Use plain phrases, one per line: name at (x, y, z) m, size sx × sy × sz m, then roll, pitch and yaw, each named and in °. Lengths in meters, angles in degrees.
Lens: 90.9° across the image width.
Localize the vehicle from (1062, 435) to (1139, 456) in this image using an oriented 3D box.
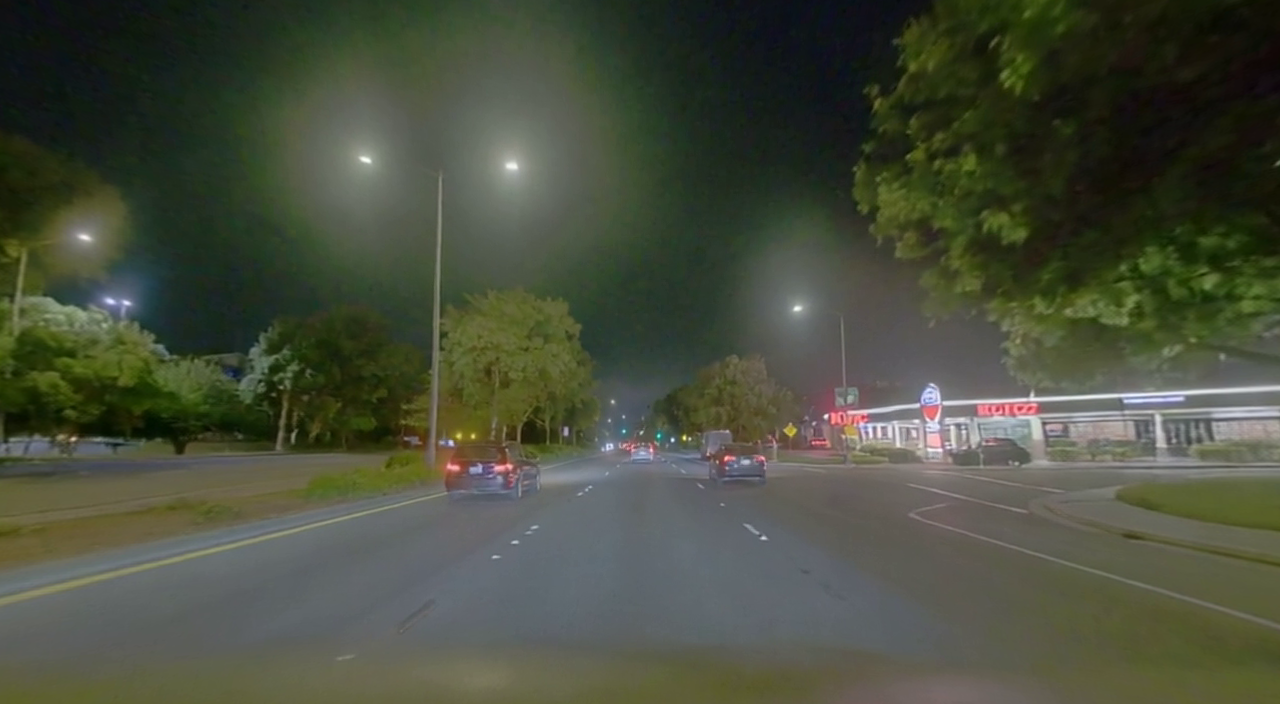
vehicle at (34.885, 7.112, 47.810) m, size 4.434 × 1.514 × 1.763 m, roll 0°, pitch -8°, yaw 0°

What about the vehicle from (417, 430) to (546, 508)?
vehicle at (-3.647, 2.772, 15.357) m, size 1.995 × 1.607 × 4.086 m, roll 0°, pitch -8°, yaw 1°

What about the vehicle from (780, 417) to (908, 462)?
vehicle at (14.965, 6.548, 46.832) m, size 8.343 × 3.028 × 3.002 m, roll -1°, pitch -10°, yaw 3°

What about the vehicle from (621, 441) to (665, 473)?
vehicle at (0.172, 5.245, 31.673) m, size 2.059 × 1.477 × 4.216 m, roll 0°, pitch -8°, yaw 1°

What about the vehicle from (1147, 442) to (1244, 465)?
vehicle at (34.390, 6.290, 39.102) m, size 4.212 × 1.423 × 1.764 m, roll -1°, pitch -8°, yaw 2°

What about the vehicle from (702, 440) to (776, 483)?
vehicle at (3.654, 4.138, 24.142) m, size 2.012 × 1.462 × 4.400 m, roll 0°, pitch -8°, yaw -1°

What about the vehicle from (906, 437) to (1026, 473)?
vehicle at (15.402, 4.896, 30.055) m, size 4.578 × 1.620 × 2.047 m, roll -2°, pitch -9°, yaw 11°

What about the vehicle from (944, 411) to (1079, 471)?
vehicle at (21.873, 5.347, 37.848) m, size 2.928 × 3.123 × 8.236 m, roll -1°, pitch -8°, yaw -1°
